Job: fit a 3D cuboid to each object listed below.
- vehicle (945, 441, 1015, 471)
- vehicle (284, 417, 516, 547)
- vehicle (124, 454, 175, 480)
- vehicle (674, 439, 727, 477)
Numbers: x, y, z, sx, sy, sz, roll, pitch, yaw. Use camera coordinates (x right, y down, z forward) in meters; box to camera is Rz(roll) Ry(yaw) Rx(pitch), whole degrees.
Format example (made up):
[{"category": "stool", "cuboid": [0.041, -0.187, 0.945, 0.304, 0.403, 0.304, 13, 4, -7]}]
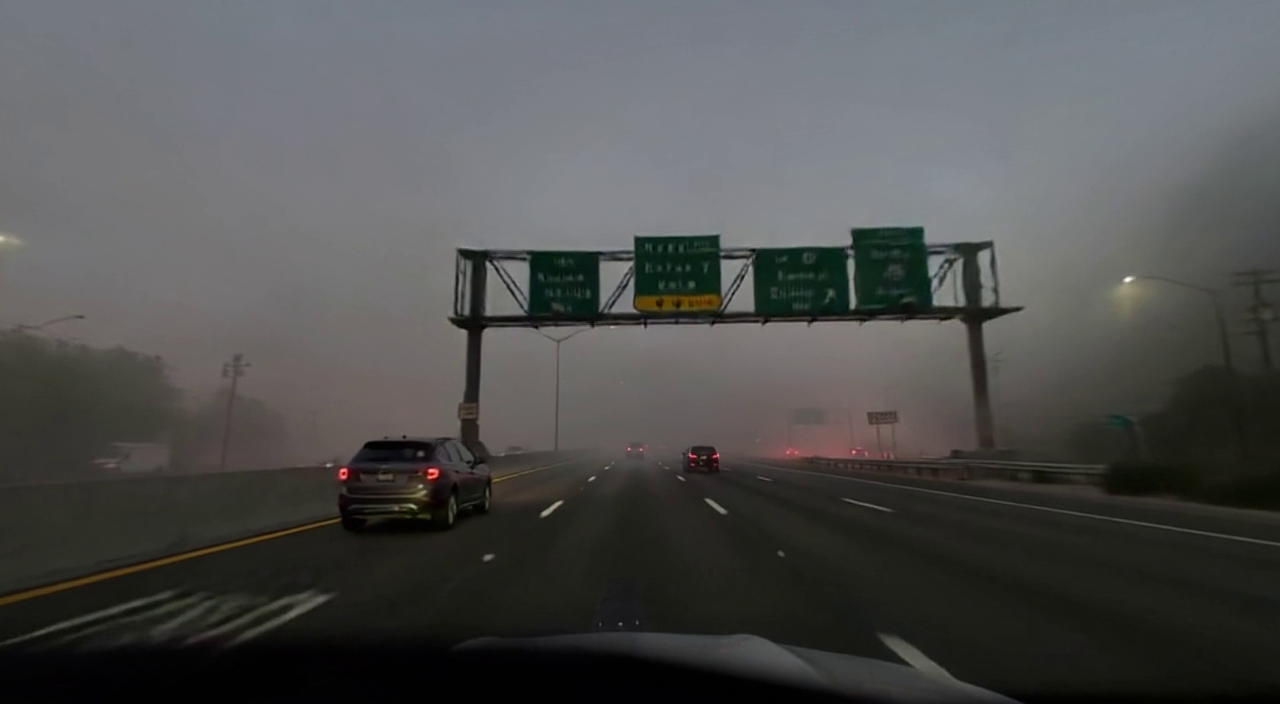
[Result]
[{"category": "vehicle", "cuboid": [21.986, 6.731, 41.085, 2.070, 1.782, 5.006, -1, -9, 4]}, {"category": "vehicle", "cuboid": [-3.626, 2.064, 10.688, 2.099, 1.682, 4.590, 0, -9, 0]}, {"category": "vehicle", "cuboid": [-37.728, 8.819, 48.627, 1.785, 1.903, 2.419, -2, -8, 7]}, {"category": "vehicle", "cuboid": [2.785, 4.990, 30.040, 1.997, 1.638, 4.281, 0, -9, -1]}]
